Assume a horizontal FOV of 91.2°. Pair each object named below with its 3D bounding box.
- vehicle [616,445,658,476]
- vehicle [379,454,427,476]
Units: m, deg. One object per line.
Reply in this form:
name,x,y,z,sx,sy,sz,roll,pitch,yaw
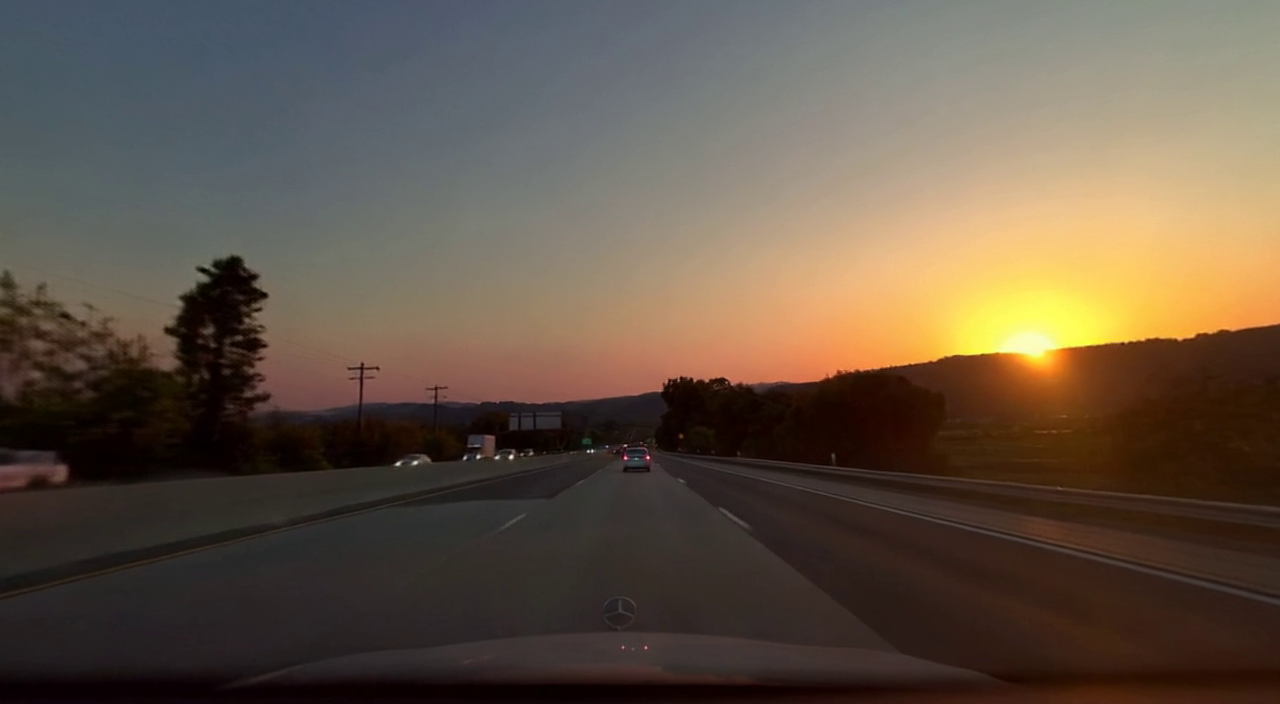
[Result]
vehicle,-0.173,5.778,33.558,2.095,1.537,4.017,0,-9,-1
vehicle,-17.014,8.109,45.146,1.800,1.480,4.096,0,-9,0
